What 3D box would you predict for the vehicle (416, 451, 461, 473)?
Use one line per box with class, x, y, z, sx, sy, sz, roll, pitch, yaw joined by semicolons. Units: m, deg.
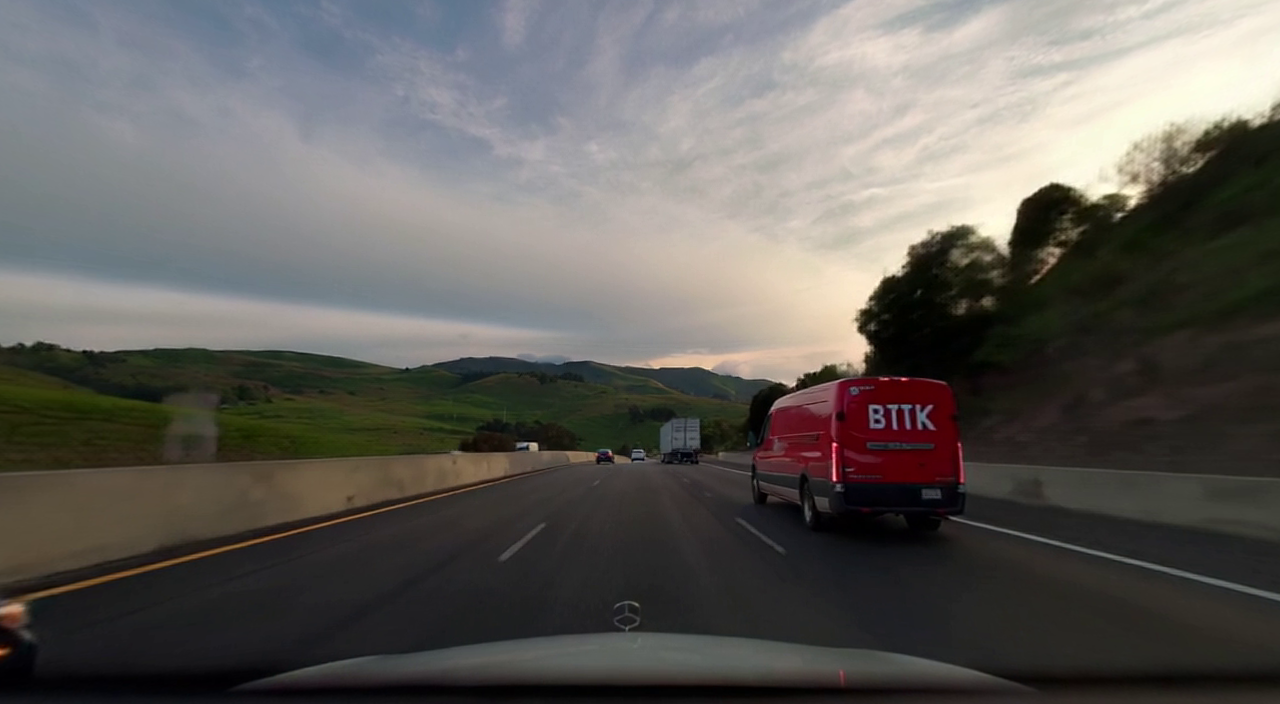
vehicle;-14.090;7.668;44.299;1.790;1.443;3.847;0;-9;1
